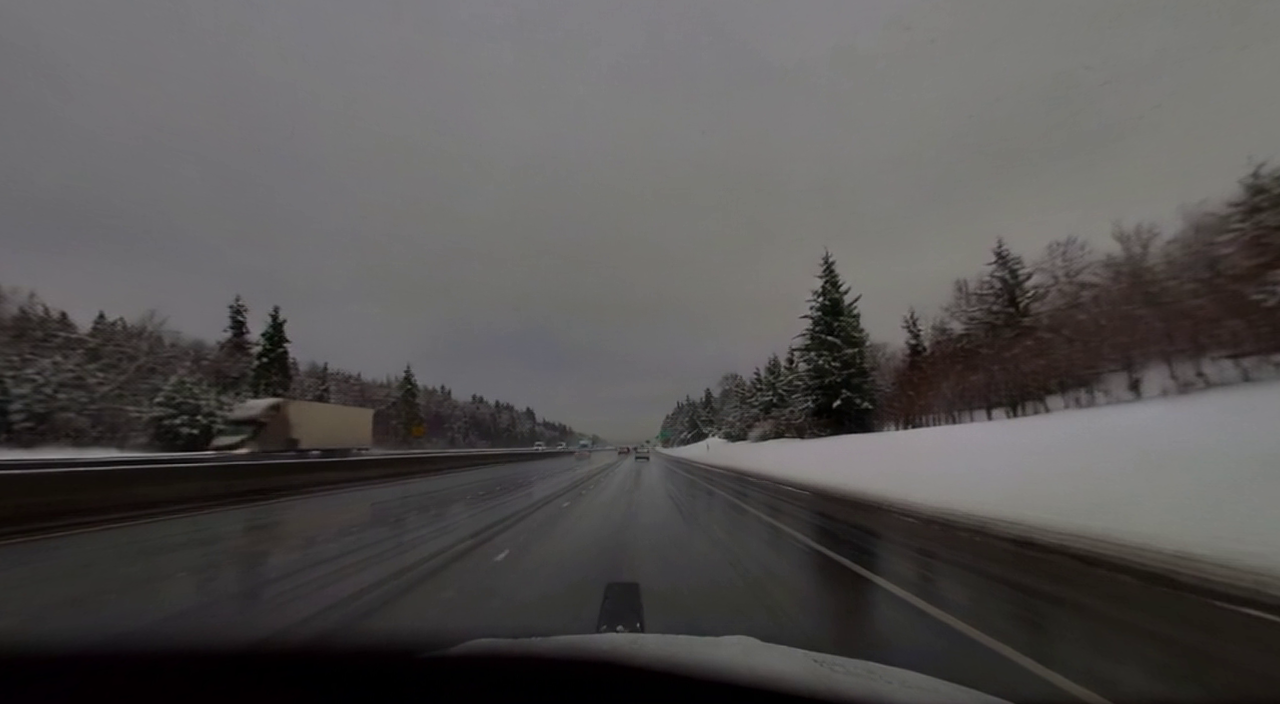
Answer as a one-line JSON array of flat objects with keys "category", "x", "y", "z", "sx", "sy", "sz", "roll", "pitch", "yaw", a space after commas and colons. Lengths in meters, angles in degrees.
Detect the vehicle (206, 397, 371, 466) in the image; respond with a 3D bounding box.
[{"category": "vehicle", "x": -23.167, "y": 5.672, "z": 43.359, "sx": 2.904, "sy": 3.928, "sz": 14.552, "roll": 0, "pitch": -9, "yaw": 0}]
